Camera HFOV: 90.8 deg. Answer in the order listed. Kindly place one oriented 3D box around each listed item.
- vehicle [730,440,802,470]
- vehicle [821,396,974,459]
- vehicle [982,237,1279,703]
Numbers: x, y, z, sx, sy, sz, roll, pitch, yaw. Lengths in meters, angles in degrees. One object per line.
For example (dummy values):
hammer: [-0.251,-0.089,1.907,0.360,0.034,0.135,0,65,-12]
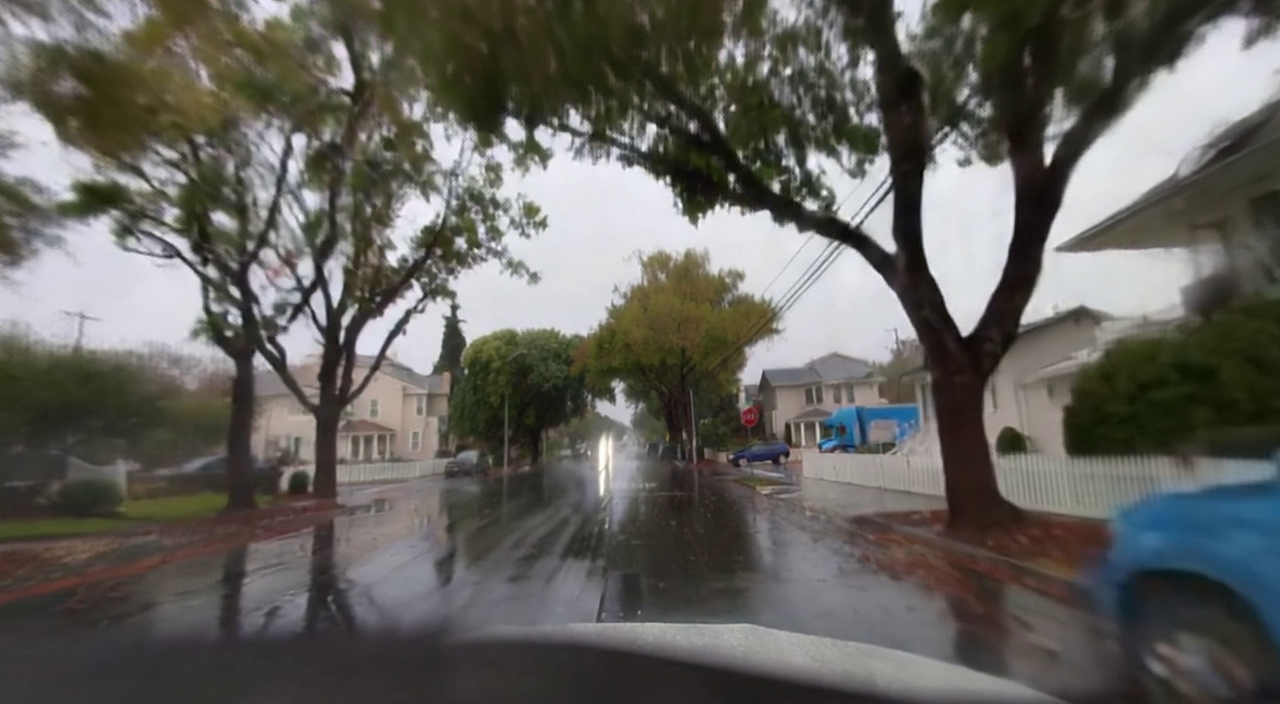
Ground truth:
vehicle: [7.530,6.191,38.123,3.867,1.710,2.107,0,-9,-1]
vehicle: [15.225,4.599,37.909,7.759,3.523,2.930,-1,-9,0]
vehicle: [2.700,0.445,0.509,2.126,1.795,4.751,0,-9,0]
